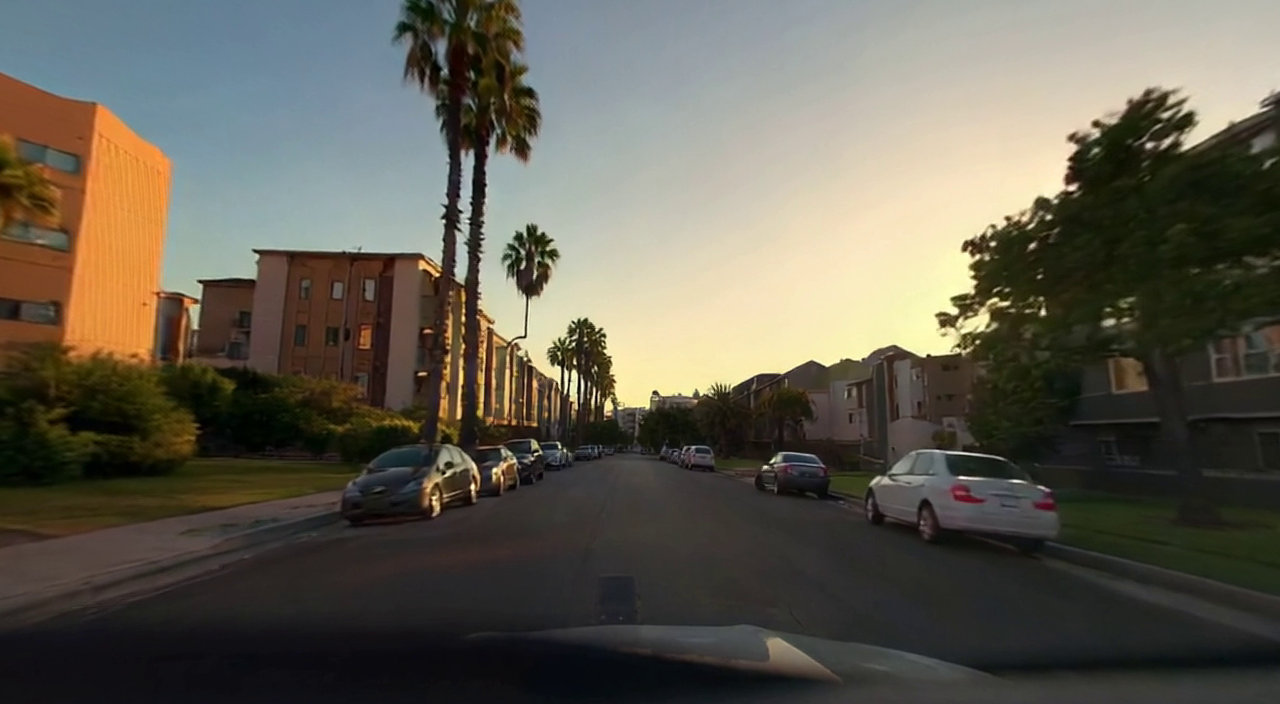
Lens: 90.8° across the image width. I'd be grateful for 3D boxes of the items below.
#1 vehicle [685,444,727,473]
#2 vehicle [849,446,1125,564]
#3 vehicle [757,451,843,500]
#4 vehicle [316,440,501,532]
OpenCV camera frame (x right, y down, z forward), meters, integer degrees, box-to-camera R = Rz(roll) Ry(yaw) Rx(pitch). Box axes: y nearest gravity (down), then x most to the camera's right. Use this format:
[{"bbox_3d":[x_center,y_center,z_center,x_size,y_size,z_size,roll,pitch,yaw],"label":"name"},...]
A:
[{"bbox_3d":[4.263,7.004,41.733,1.969,1.782,4.677,1,-9,-4],"label":"vehicle"},{"bbox_3d":[5.448,2.417,10.843,2.121,1.568,4.473,0,-9,-1],"label":"vehicle"},{"bbox_3d":[5.249,4.063,21.199,1.812,1.461,3.575,0,-9,-2],"label":"vehicle"},{"bbox_3d":[-4.521,2.688,13.324,2.066,1.506,4.719,1,-9,0],"label":"vehicle"}]
